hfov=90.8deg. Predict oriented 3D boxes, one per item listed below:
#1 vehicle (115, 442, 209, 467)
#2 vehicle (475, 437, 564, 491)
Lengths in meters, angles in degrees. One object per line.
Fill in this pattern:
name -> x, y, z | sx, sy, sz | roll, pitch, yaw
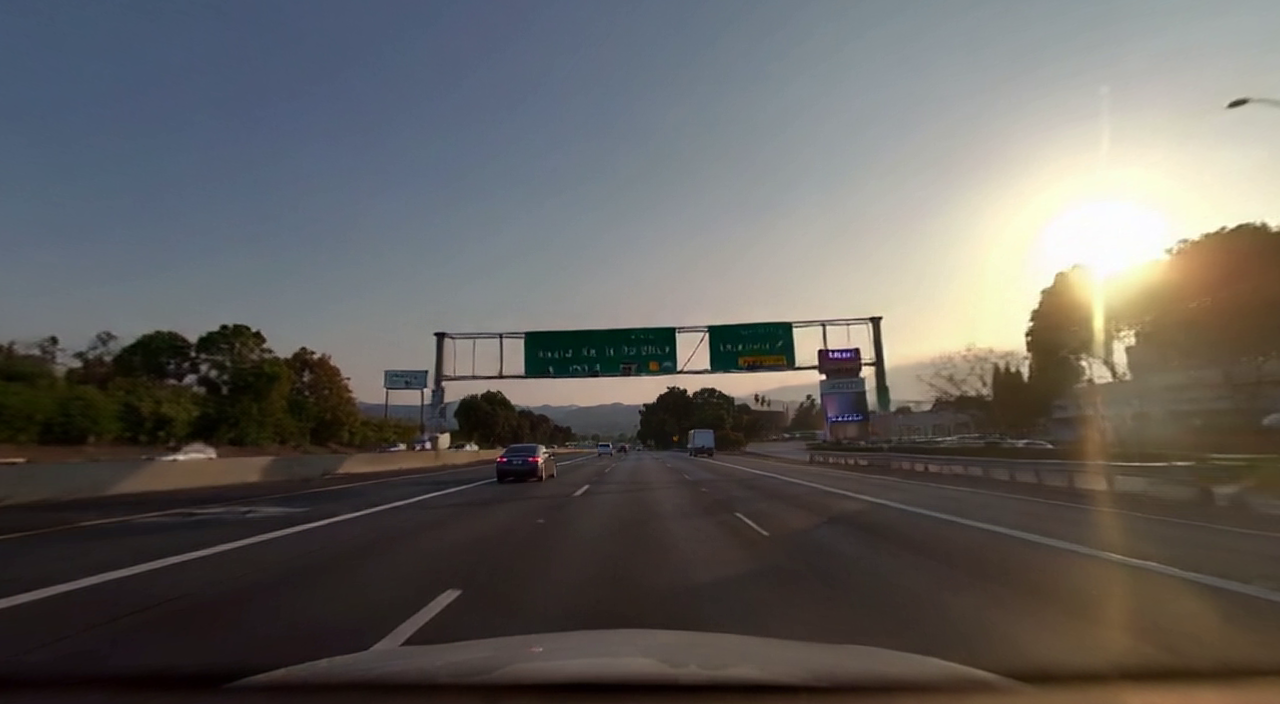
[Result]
vehicle -> -34.004, 7.291, 45.168 | 2.160, 1.680, 5.783 | 0, -8, 1
vehicle -> -3.683, 3.481, 20.067 | 1.939, 1.508, 4.272 | 0, -8, 1
